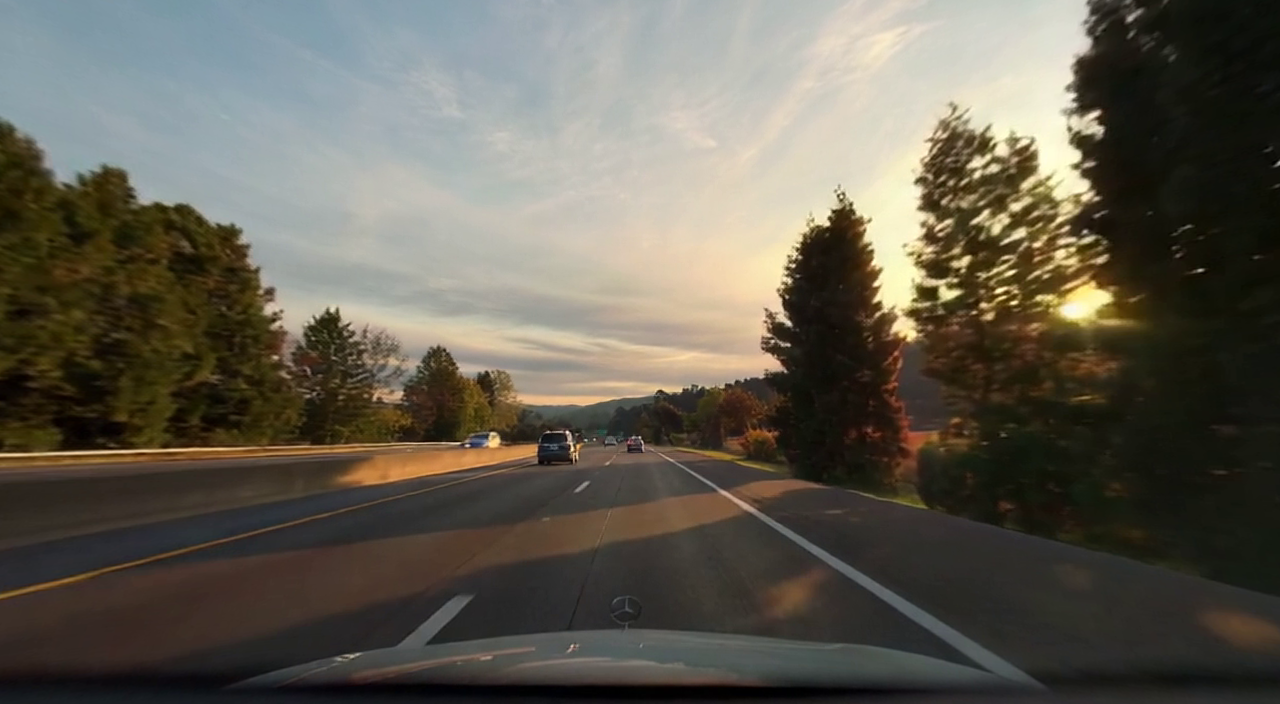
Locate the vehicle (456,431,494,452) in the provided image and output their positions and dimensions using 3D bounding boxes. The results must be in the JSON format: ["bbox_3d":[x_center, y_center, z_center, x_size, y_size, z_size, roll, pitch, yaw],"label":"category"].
[{"bbox_3d":[-12.678,6.923,48.617,1.887,1.536,4.163,0,-8,-1],"label":"vehicle"}]

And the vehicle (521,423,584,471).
[{"bbox_3d":[-3.934,4.381,29.158,2.241,2.034,4.890,0,-8,0],"label":"vehicle"}]
